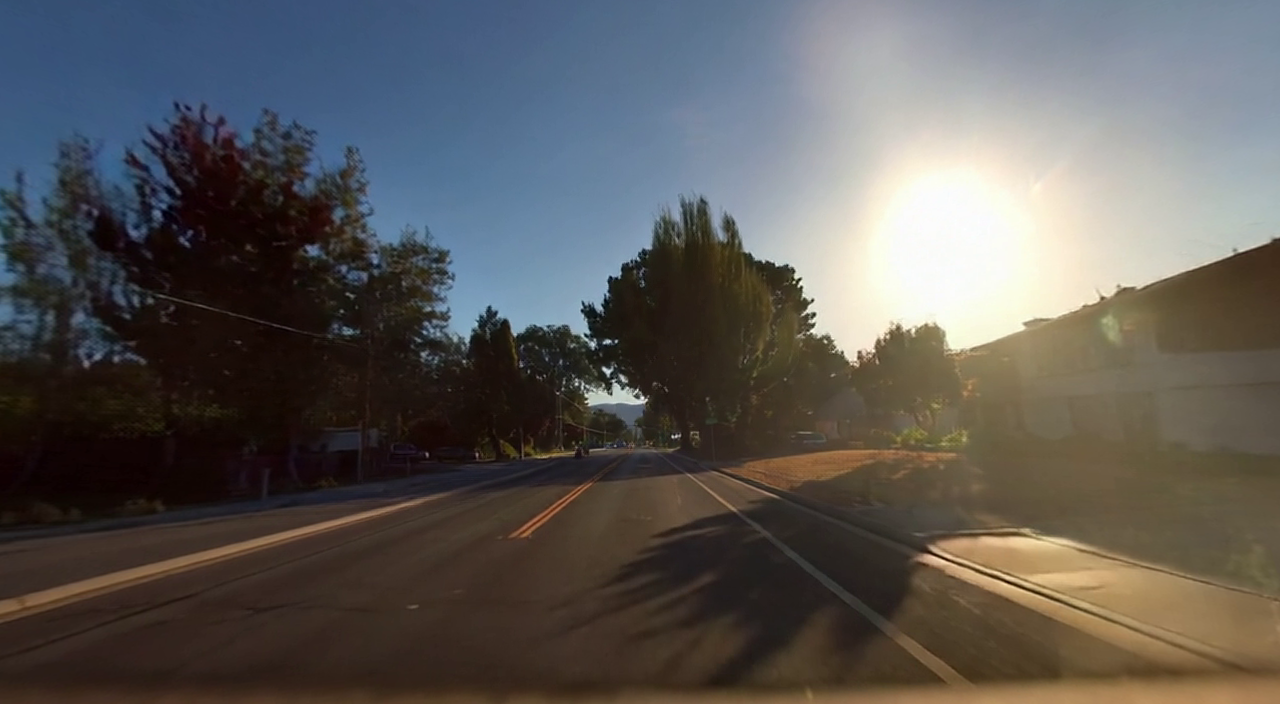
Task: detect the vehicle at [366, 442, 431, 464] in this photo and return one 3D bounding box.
[{"bbox_3d":[-18.793,7.878,49.111,4.233,1.623,1.943,0,-8,1],"label":"vehicle"}]
